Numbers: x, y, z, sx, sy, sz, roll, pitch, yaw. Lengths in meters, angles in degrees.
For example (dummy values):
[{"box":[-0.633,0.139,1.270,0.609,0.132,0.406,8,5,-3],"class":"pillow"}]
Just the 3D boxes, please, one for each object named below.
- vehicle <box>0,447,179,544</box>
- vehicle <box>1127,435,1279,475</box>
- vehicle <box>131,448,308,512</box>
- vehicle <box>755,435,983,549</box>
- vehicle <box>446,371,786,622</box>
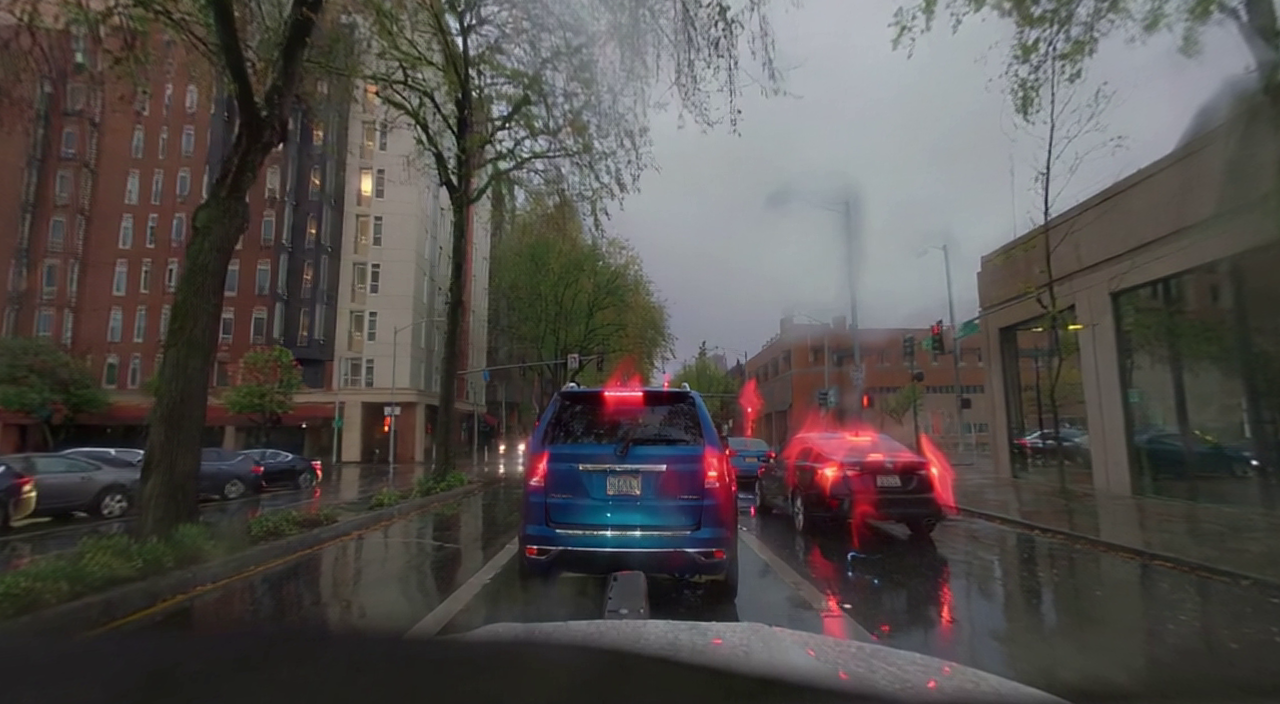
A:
[{"box":[-12.545,2.911,13.452,1.891,1.723,4.360,0,-8,1],"class":"vehicle"},{"box":[22.174,4.048,24.956,4.055,1.469,1.848,-4,-9,26],"class":"vehicle"},{"box":[-12.468,3.775,19.123,2.207,1.648,4.675,0,-8,-1],"class":"vehicle"},{"box":[3.290,2.083,10.080,2.056,1.422,4.130,0,-8,-1],"class":"vehicle"},{"box":[-0.167,1.358,6.777,2.453,1.816,4.300,0,-8,0],"class":"vehicle"}]
